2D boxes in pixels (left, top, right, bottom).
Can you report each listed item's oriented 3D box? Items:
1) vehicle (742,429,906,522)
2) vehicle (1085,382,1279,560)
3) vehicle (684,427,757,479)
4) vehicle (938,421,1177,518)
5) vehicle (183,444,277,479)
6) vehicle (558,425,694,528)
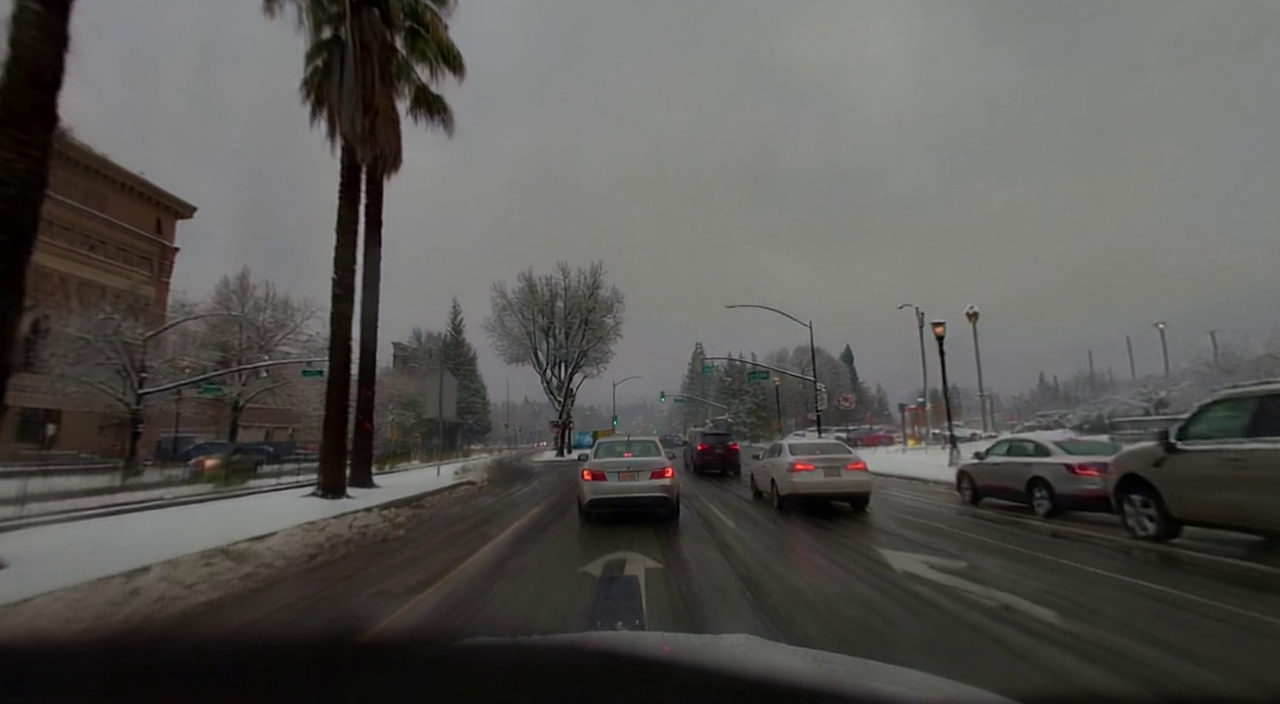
[{"bbox_3d":[3.290,2.287,12.278,1.833,1.465,4.258,0,-8,-1],"label":"vehicle"},{"bbox_3d":[8.085,1.323,7.163,2.200,1.933,5.123,0,-7,-2],"label":"vehicle"},{"bbox_3d":[3.205,4.250,26.902,2.127,1.854,7.971,0,-8,0],"label":"vehicle"},{"bbox_3d":[7.873,2.214,12.506,1.875,1.588,4.072,0,-8,-1],"label":"vehicle"},{"bbox_3d":[-21.199,5.647,32.928,1.958,1.675,4.389,0,-8,0],"label":"vehicle"},{"bbox_3d":[-0.229,2.160,11.474,2.050,1.521,3.747,0,-8,-1],"label":"vehicle"}]
